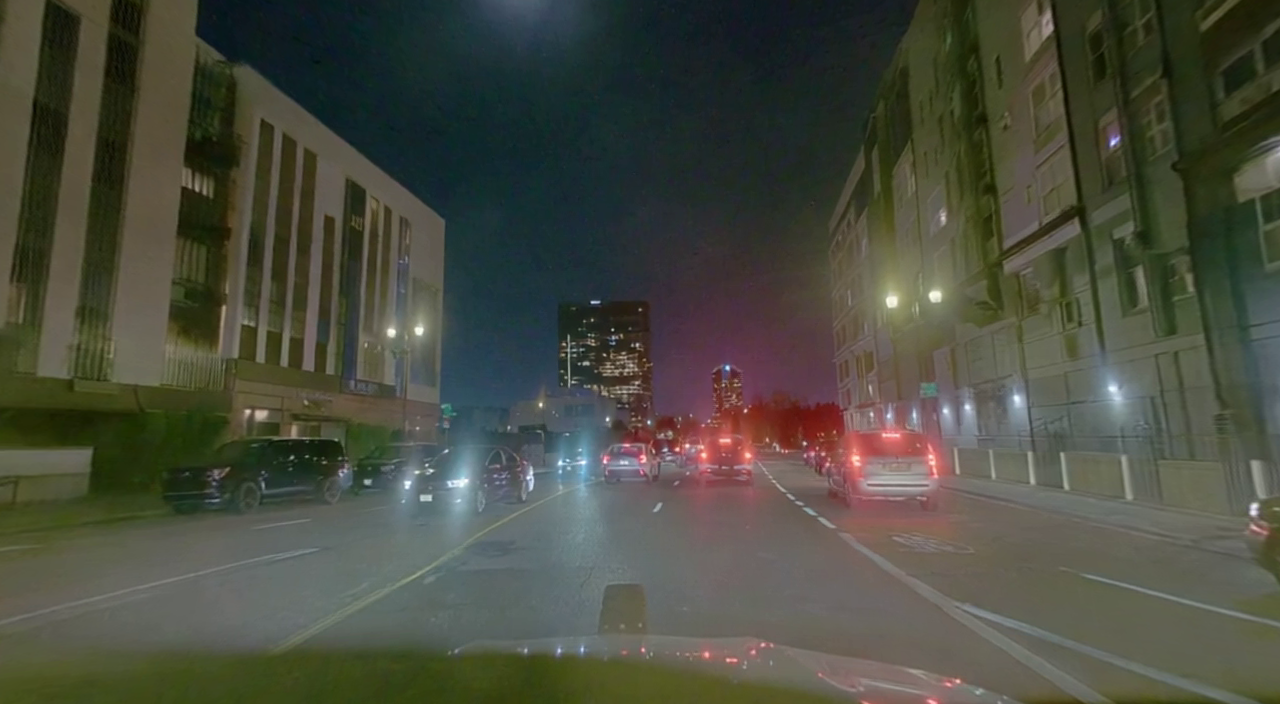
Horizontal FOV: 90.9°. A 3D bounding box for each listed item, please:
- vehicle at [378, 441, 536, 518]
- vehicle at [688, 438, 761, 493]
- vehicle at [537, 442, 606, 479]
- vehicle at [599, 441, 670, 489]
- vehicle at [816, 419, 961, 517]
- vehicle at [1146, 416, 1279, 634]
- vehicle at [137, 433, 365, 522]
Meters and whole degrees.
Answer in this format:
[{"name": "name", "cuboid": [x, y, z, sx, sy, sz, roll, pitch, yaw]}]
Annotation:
[{"name": "vehicle", "cuboid": [-3.978, 2.843, 14.730, 2.028, 1.478, 4.682, -1, -8, 4]}, {"name": "vehicle", "cuboid": [2.656, 3.435, 19.486, 1.982, 1.510, 4.144, -1, -8, 9]}, {"name": "vehicle", "cuboid": [-3.063, 5.006, 29.287, 2.086, 1.565, 4.281, -2, -9, 9]}, {"name": "vehicle", "cuboid": [-0.094, 3.801, 21.590, 2.031, 1.461, 3.763, -1, -8, 6]}, {"name": "vehicle", "cuboid": [5.230, 2.470, 13.971, 2.088, 1.775, 4.454, -2, -9, 10]}, {"name": "vehicle", "cuboid": [5.216, 1.029, 3.242, 2.028, 1.487, 4.640, -2, -9, 11]}, {"name": "vehicle", "cuboid": [-9.444, 3.046, 16.009, 2.070, 1.854, 4.985, -2, -8, 9]}]
